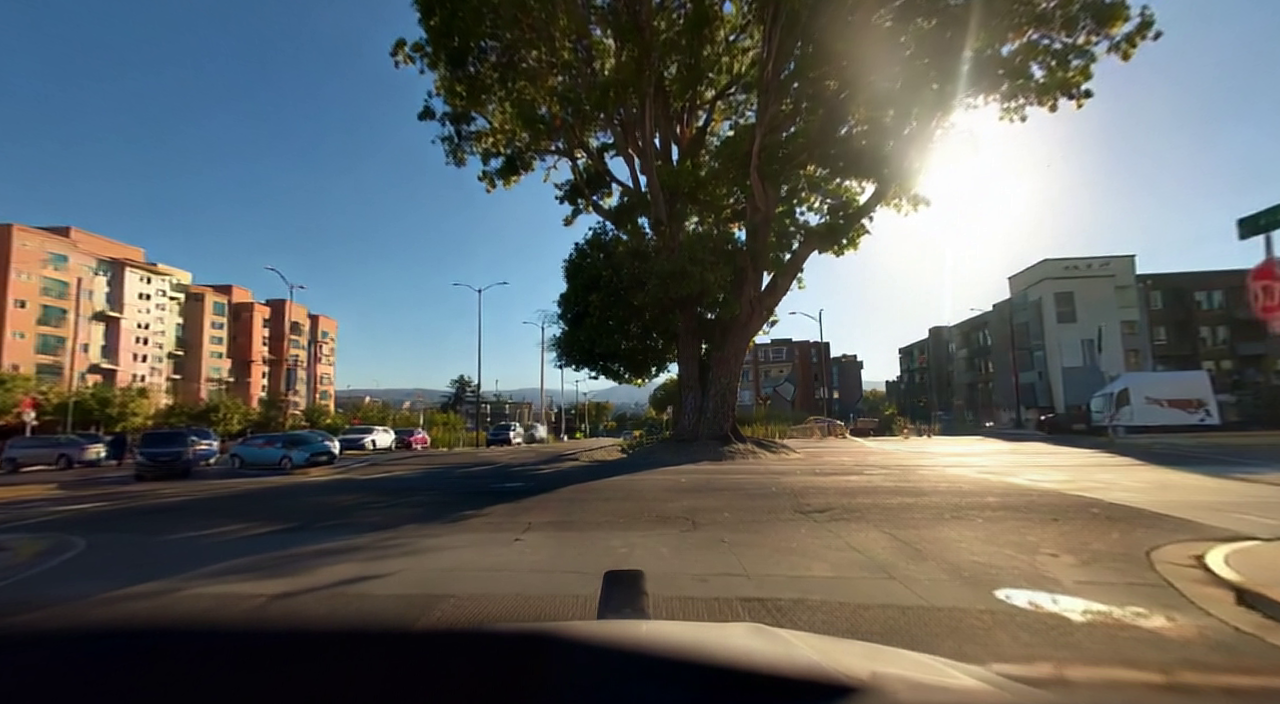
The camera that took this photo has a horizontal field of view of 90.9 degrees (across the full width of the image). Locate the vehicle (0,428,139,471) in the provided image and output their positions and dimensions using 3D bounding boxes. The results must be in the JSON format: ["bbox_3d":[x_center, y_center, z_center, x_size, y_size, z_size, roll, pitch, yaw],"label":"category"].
[{"bbox_3d":[-25.585,4.391,28.350,4.696,1.801,1.948,-1,-9,9],"label":"vehicle"}]

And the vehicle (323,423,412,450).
[{"bbox_3d":[-16.643,5.233,38.699,2.010,1.583,4.582,-6,-11,35],"label":"vehicle"}]

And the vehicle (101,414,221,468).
[{"bbox_3d":[-21.066,3.961,27.845,3.506,2.261,2.158,-1,-9,7],"label":"vehicle"}]

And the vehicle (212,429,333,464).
[{"bbox_3d":[-15.849,4.110,27.299,4.233,1.432,1.755,-1,-9,7],"label":"vehicle"}]

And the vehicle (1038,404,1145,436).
[{"bbox_3d":[30.140,4.575,42.193,5.277,2.032,2.408,0,-7,-1],"label":"vehicle"}]

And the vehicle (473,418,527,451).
[{"bbox_3d":[-7.682,4.652,35.075,2.156,1.620,4.945,3,-9,-4],"label":"vehicle"}]

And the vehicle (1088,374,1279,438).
[{"bbox_3d":[34.227,3.386,39.038,10.986,3.604,2.707,-1,-8,-4],"label":"vehicle"}]
